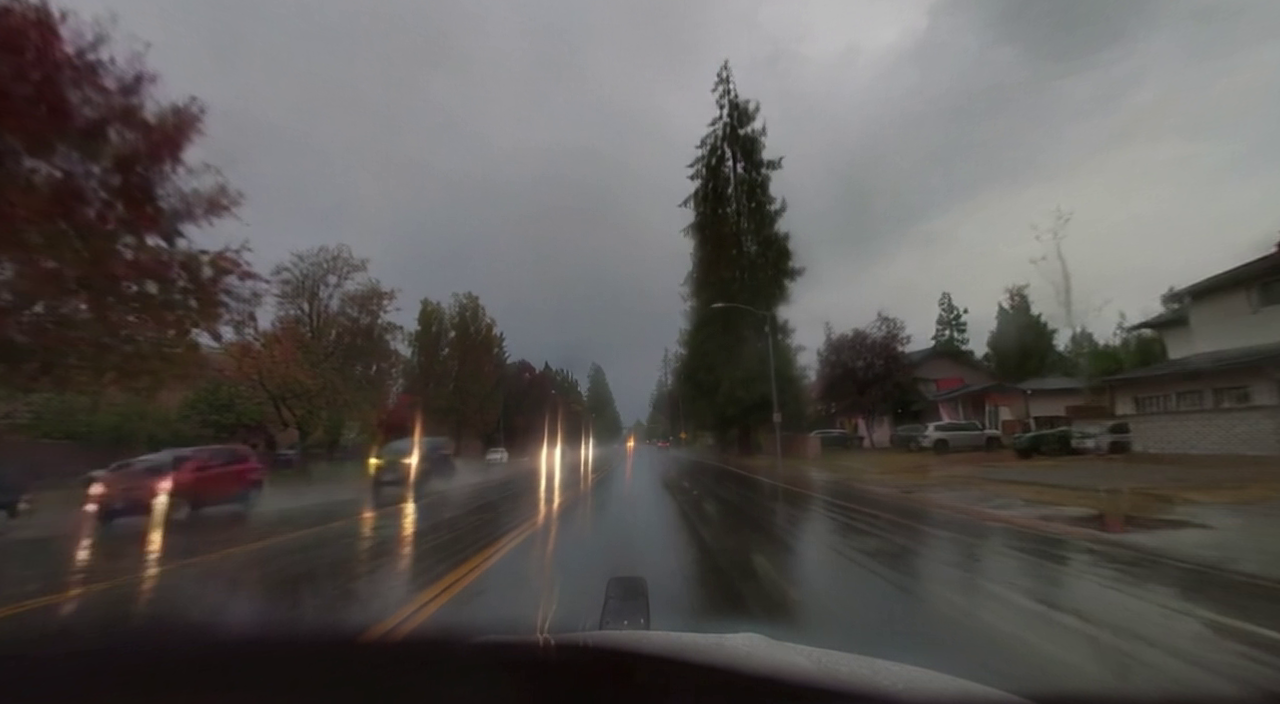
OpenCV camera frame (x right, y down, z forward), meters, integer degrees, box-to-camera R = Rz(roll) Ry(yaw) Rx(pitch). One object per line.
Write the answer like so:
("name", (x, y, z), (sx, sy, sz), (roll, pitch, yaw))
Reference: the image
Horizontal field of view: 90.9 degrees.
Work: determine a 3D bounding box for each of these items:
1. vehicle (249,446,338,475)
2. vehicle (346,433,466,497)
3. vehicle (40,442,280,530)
("vehicle", (-22.388, 7.021, 40.838), (4.530, 1.769, 2.003), (0, -9, 1))
("vehicle", (-7.024, 3.423, 19.488), (2.000, 1.738, 4.251), (0, -9, 1))
("vehicle", (-10.486, 2.900, 14.323), (2.006, 1.672, 4.314), (0, -9, 0))
